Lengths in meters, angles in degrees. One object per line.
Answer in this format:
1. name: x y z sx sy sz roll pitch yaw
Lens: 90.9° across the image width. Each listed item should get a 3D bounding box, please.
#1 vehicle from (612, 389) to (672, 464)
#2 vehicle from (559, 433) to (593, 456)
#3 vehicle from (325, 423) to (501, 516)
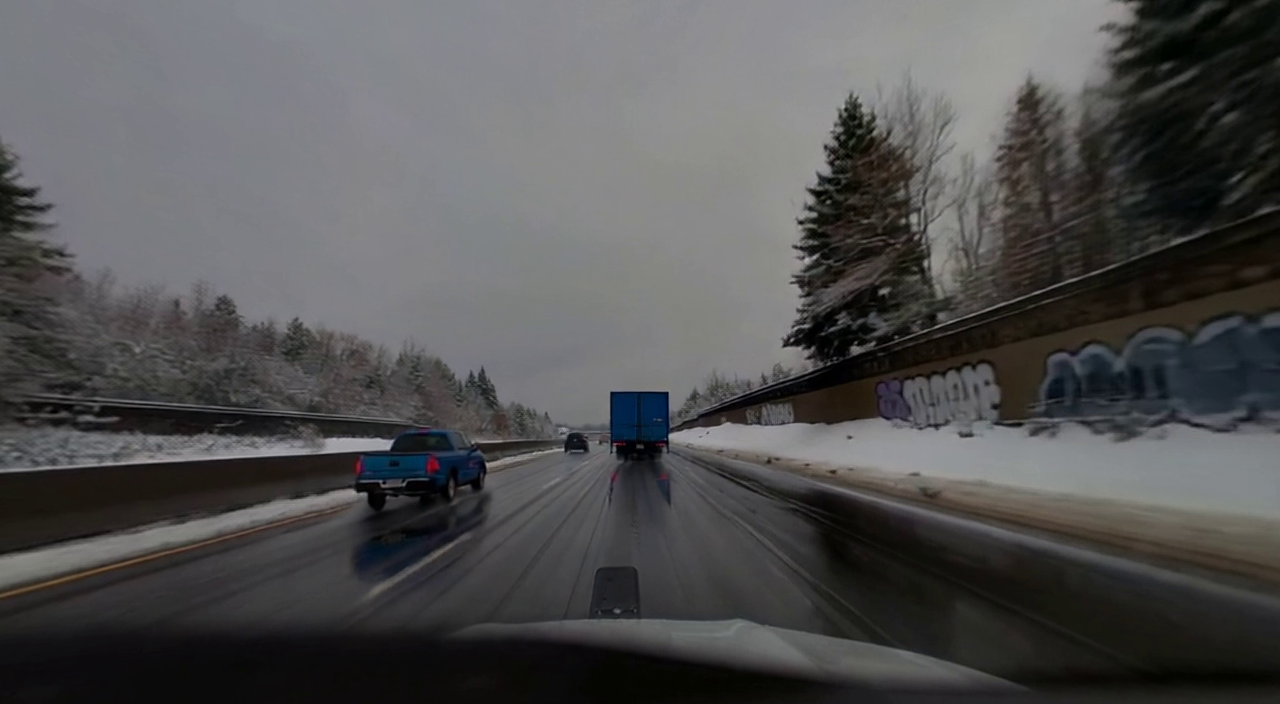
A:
1. vehicle: -0.042 4.304 35.610 2.927 3.649 9.443 0 -8 -2
2. vehicle: -4.647 6.759 46.149 2.058 1.645 4.130 0 -8 0
3. vehicle: -4.308 2.279 12.844 1.948 1.526 4.525 0 -8 -1
